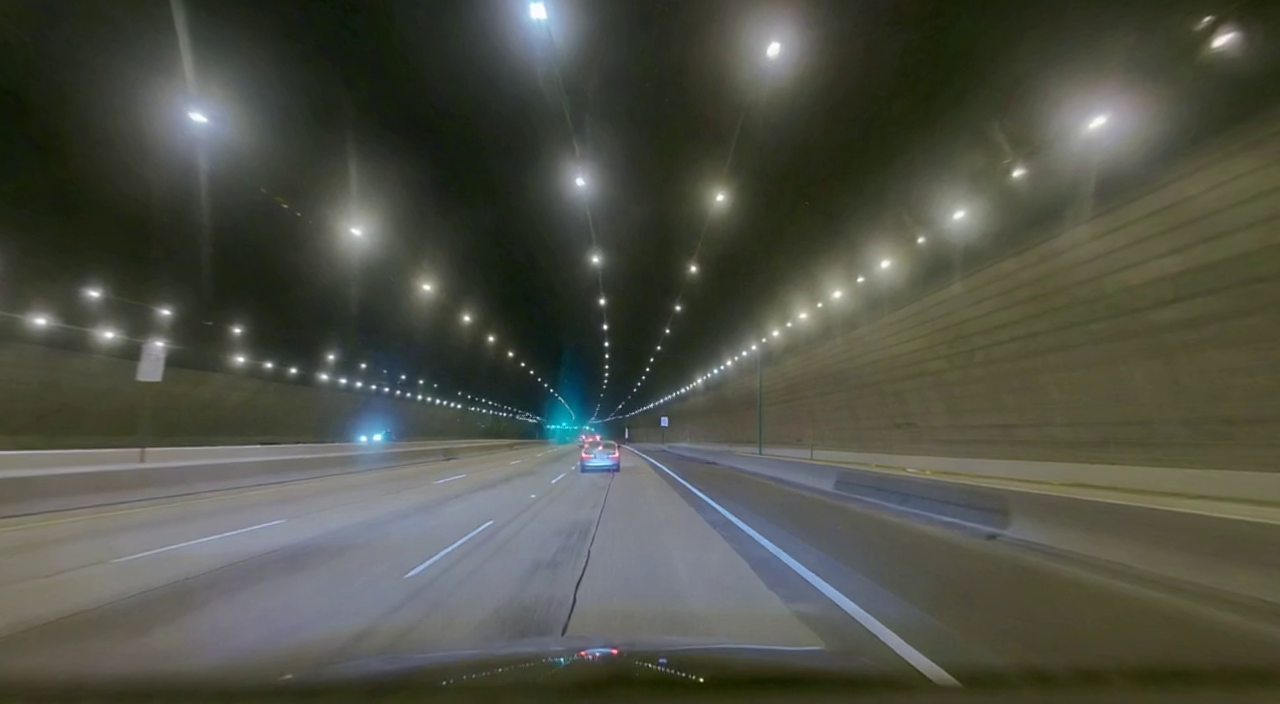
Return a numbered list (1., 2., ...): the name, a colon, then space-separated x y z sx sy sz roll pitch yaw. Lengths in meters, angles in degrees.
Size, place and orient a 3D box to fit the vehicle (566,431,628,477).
1. vehicle: -1.503 3.743 23.428 2.095 1.553 4.069 0 -8 -1
